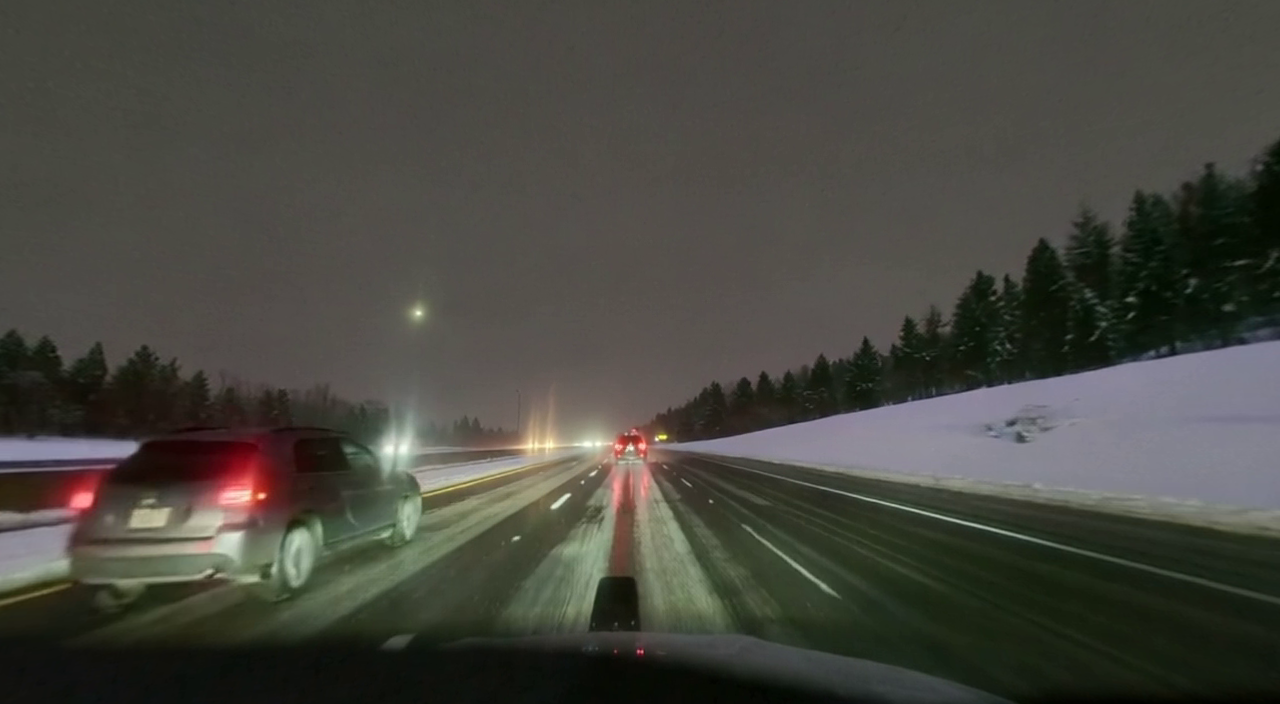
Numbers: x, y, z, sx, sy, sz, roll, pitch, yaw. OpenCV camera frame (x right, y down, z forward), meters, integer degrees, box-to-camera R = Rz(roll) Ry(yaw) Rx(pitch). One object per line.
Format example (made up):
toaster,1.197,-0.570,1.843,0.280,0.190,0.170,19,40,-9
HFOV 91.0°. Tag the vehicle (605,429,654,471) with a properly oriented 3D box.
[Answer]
vehicle,-0.593,5.016,32.467,2.382,1.973,4.439,0,-8,-2

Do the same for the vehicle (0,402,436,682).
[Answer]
vehicle,-3.636,1.415,5.875,2.039,1.602,4.317,0,-8,-1
